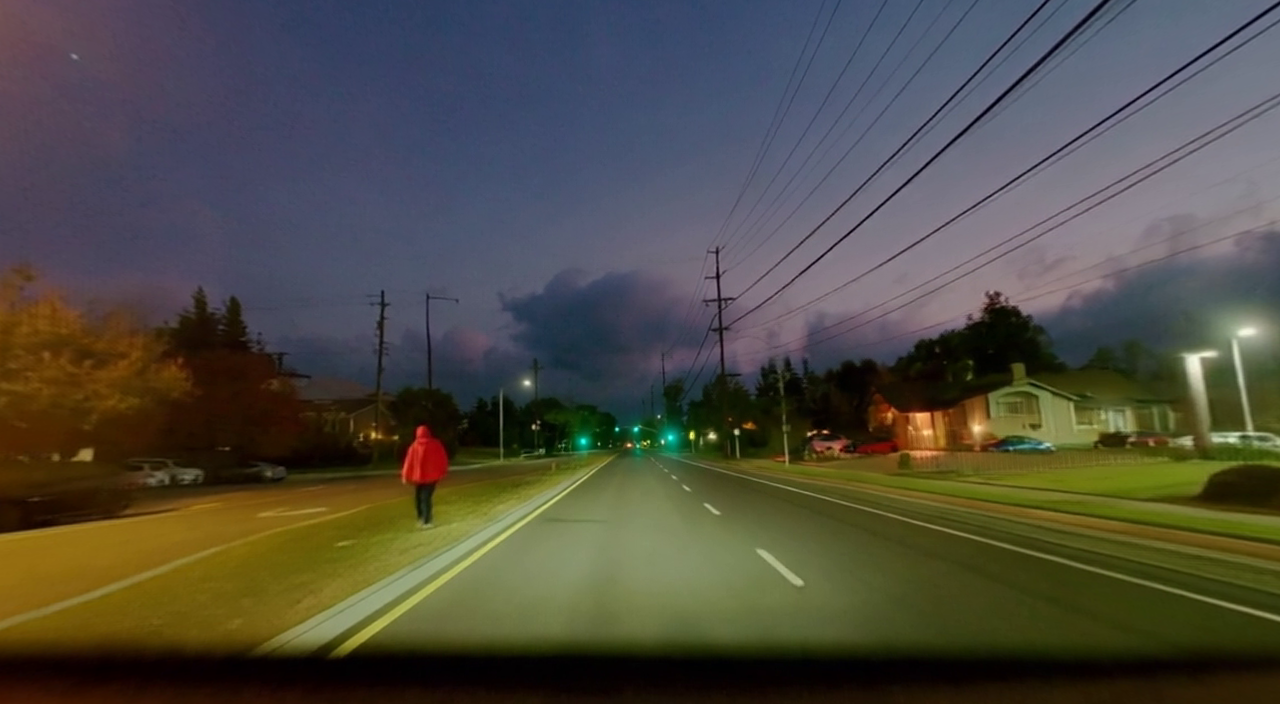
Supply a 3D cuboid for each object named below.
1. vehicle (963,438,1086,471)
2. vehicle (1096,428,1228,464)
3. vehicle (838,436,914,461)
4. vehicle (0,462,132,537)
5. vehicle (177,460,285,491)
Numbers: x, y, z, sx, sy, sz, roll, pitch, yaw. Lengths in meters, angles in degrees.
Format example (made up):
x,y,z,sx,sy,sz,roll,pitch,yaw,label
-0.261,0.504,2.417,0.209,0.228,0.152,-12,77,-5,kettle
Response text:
x,y,z,sx,sy,sz,roll,pitch,yaw,label
17.494,4.682,28.920,4.246,1.427,2.055,0,-8,0,vehicle
31.280,5.657,38.121,2.206,1.971,5.600,3,-9,-21,vehicle
16.967,6.967,45.600,4.560,1.725,2.096,0,-8,-3,vehicle
-15.428,3.684,15.906,2.106,1.517,4.632,-4,-8,-10,vehicle
-21.863,6.606,33.985,4.354,1.450,2.043,0,-10,-11,vehicle
